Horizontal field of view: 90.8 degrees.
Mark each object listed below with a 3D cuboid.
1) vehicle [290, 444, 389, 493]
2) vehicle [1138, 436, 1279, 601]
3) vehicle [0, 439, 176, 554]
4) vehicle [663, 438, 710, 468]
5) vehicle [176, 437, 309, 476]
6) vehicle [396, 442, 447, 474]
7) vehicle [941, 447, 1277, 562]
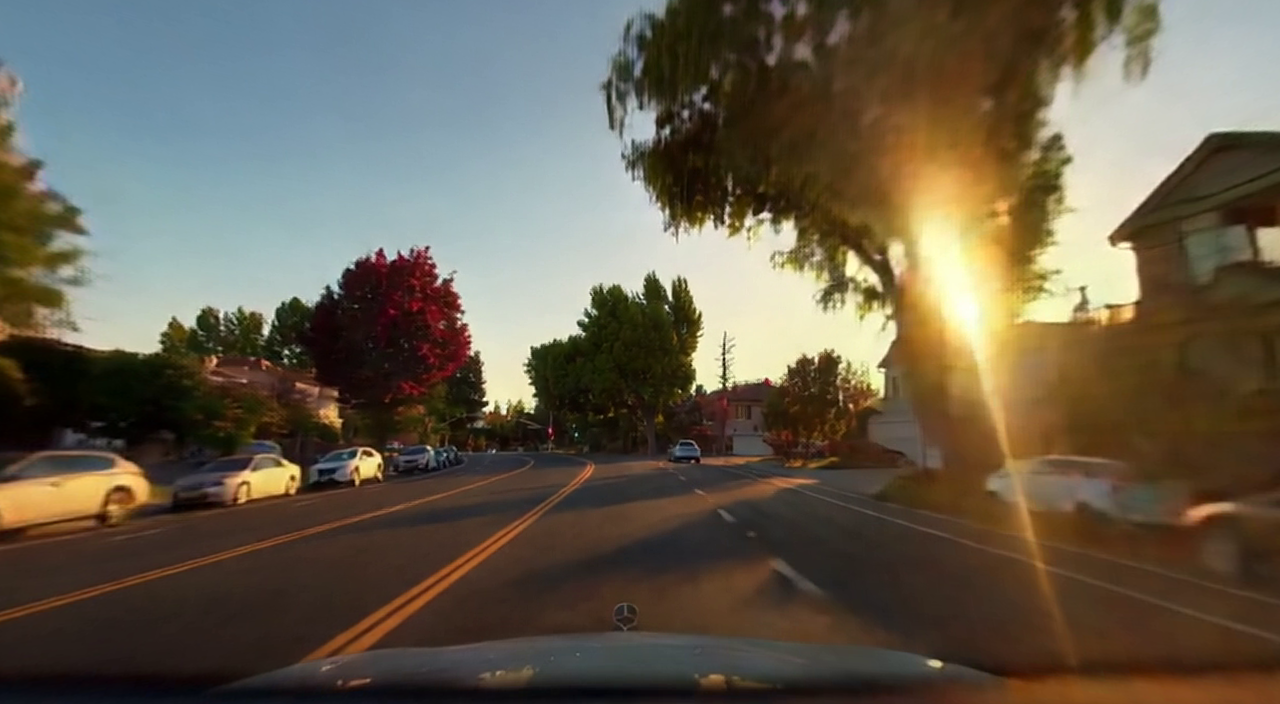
[{"bbox_3d":[-12.160,4.706,25.973,2.032,1.773,4.471,0,-8,-3],"label":"vehicle"},{"bbox_3d":[7.416,1.536,5.420,1.900,1.634,5.232,0,-8,-2],"label":"vehicle"},{"bbox_3d":[-11.437,2.575,11.749,2.049,1.848,4.693,0,-8,-1],"label":"vehicle"},{"bbox_3d":[2.563,5.736,36.085,1.951,1.620,4.582,1,-8,-5],"label":"vehicle"},{"bbox_3d":[-19.757,5.198,31.657,5.061,1.840,2.236,1,-9,-9],"label":"vehicle"},{"bbox_3d":[-13.486,6.540,39.282,2.146,1.806,4.733,1,-9,-9],"label":"vehicle"},{"bbox_3d":[7.534,2.440,11.068,1.966,1.502,5.020,0,-8,-1],"label":"vehicle"}]
